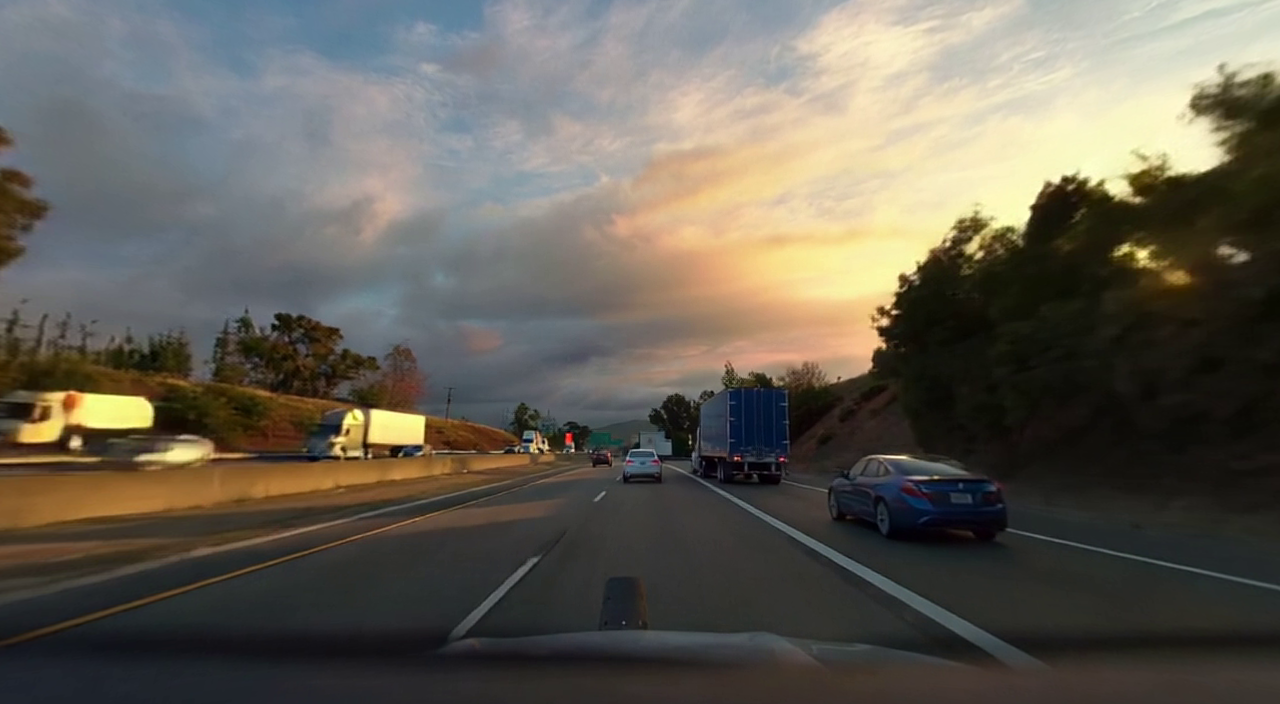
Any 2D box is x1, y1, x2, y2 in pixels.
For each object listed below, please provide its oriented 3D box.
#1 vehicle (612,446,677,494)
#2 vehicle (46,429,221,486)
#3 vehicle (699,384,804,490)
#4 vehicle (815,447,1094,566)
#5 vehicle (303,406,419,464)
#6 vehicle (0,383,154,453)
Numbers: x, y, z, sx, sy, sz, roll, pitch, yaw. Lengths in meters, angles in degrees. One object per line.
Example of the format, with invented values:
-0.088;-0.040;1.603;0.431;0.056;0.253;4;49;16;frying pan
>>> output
0.149;4.143;22.371;2.089;1.516;4.191;0;-9;0;vehicle
-15.519;3.279;19.672;1.837;1.566;4.209;0;-9;2;vehicle
4.876;4.310;30.994;2.877;4.035;13.897;0;-9;1;vehicle
4.323;2.177;9.673;2.037;1.377;4.407;0;-9;0;vehicle
-19.408;6.092;45.014;2.806;3.616;11.656;0;-9;1;vehicle
-19.977;2.393;21.572;2.268;2.025;5.234;0;-10;2;vehicle
